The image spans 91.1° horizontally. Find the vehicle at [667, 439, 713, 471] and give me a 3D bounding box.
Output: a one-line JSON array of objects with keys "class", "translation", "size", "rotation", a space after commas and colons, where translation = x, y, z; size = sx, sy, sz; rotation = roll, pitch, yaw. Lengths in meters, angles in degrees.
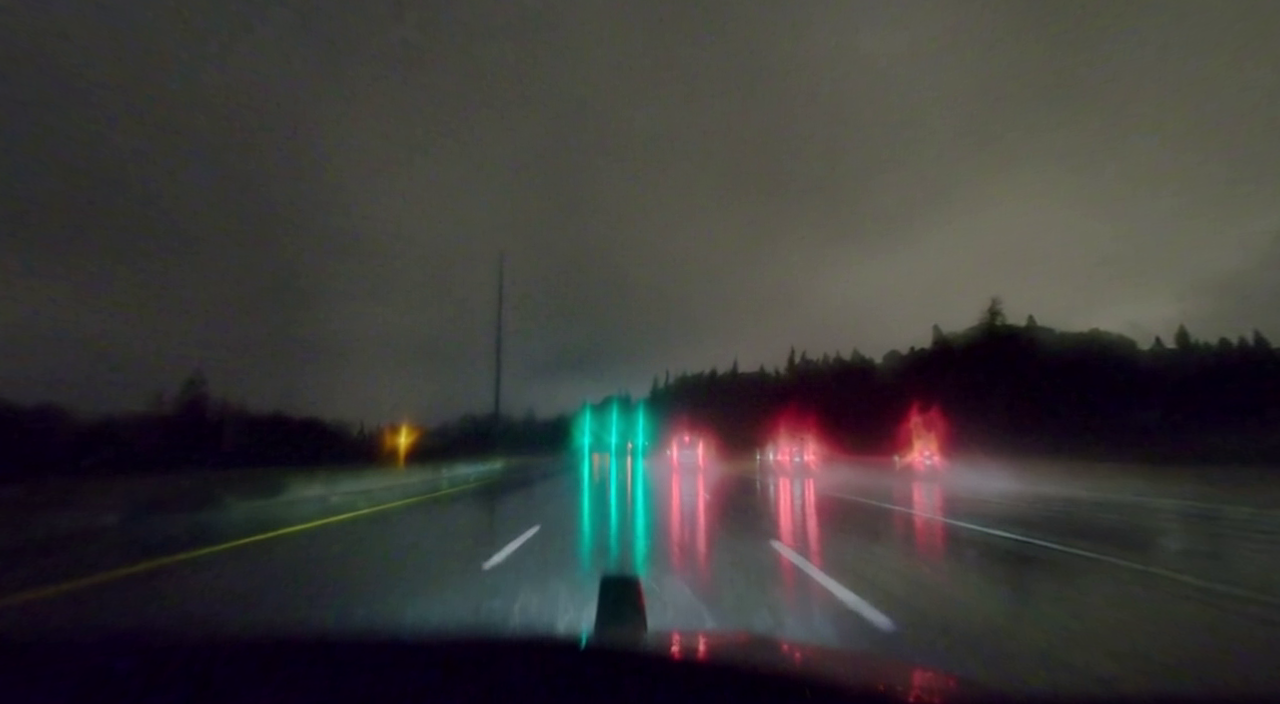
[{"class": "vehicle", "translation": [3.035, 6.406, 39.087], "size": [2.233, 1.861, 4.494], "rotation": [1, -9, -3]}]
